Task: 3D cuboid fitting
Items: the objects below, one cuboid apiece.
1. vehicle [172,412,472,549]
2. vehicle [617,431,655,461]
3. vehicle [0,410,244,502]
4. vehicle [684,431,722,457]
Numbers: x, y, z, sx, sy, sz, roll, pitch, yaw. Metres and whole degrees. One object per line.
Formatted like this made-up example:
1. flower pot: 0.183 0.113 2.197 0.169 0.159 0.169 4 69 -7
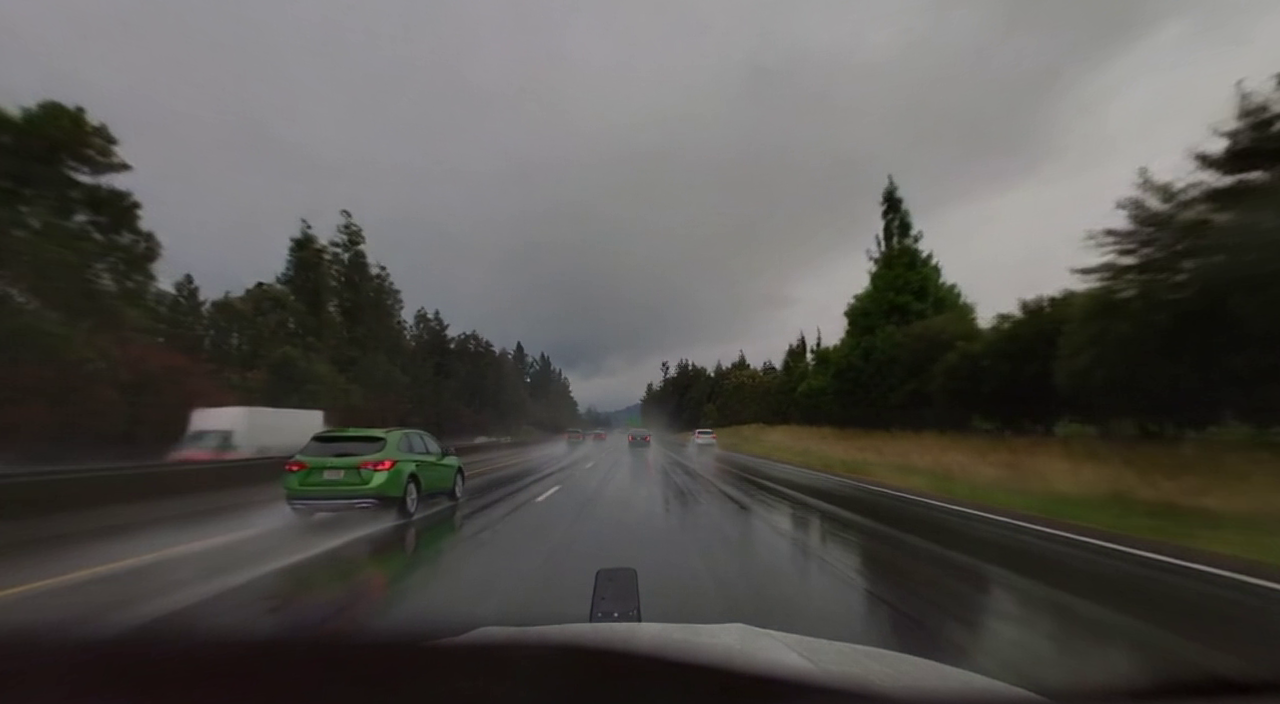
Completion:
1. vehicle: -4.185 1.753 9.466 2.023 1.512 4.804 0 -8 0
2. vehicle: -0.191 4.808 32.504 1.869 1.466 3.356 0 -8 0
3. vehicle: -13.214 2.624 16.461 2.278 1.972 5.375 0 -8 0
4. vehicle: 3.775 5.605 38.505 1.841 1.491 3.869 0 -8 -2
